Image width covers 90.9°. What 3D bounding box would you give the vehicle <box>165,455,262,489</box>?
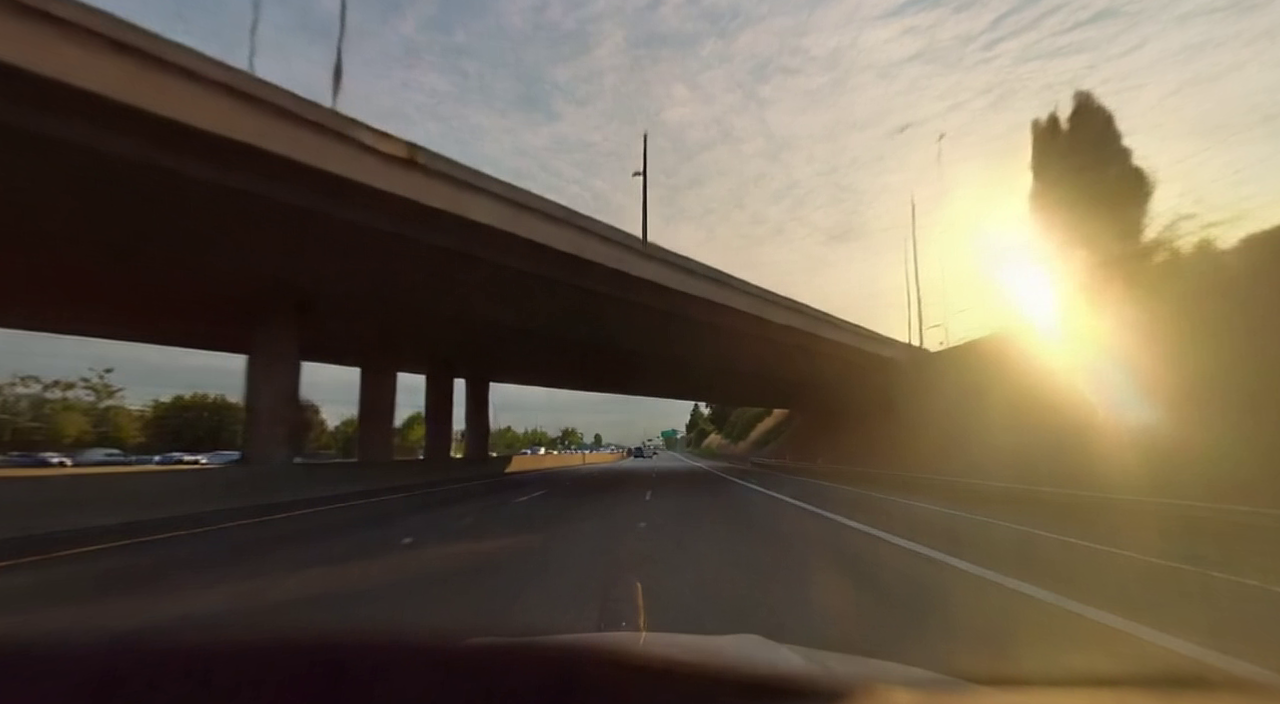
[{"bbox_3d":[-20.842,5.840,31.025,1.830,1.521,4.062,0,-9,1],"label":"vehicle"}]
